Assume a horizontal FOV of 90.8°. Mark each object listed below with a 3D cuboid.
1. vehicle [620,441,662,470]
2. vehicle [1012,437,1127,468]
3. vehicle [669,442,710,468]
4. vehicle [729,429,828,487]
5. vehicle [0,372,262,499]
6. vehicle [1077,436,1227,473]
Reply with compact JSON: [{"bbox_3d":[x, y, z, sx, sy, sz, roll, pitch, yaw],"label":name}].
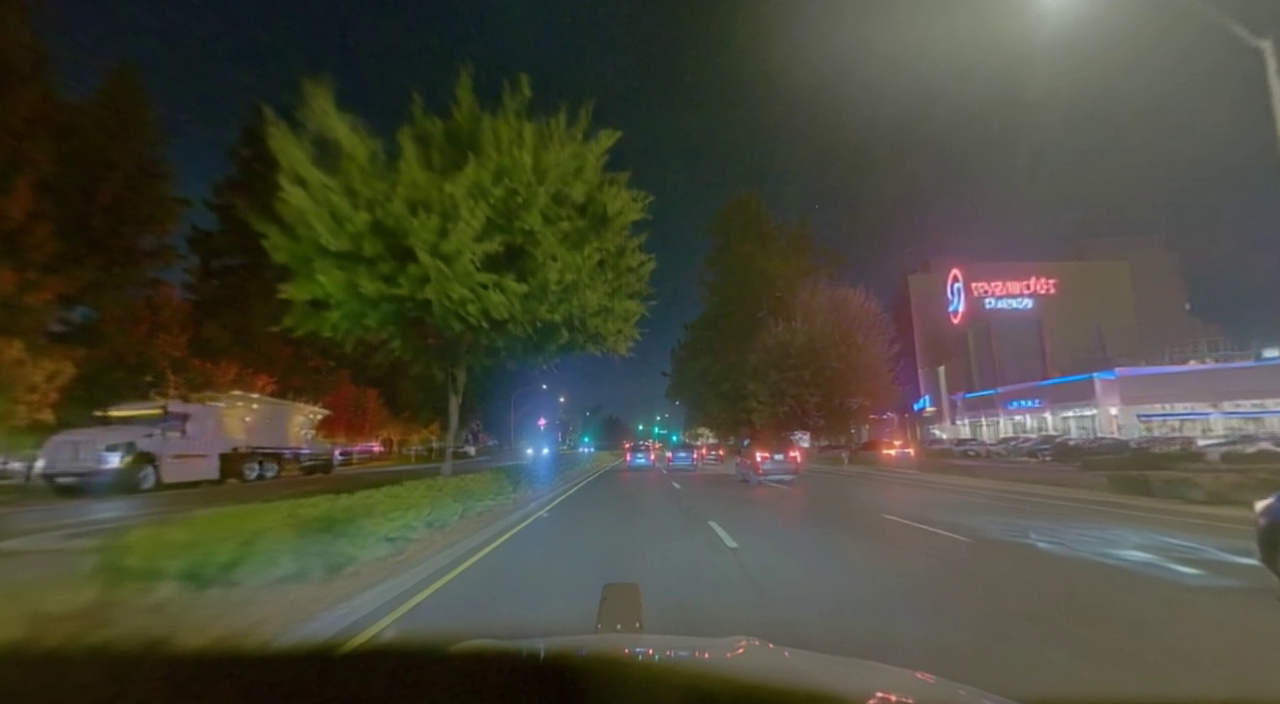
[{"bbox_3d":[0.032,5.467,33.454,2.056,1.440,3.798,0,-8,-1],"label":"vehicle"},{"bbox_3d":[20.781,4.862,30.674,4.176,1.386,1.865,0,-8,-1],"label":"vehicle"},{"bbox_3d":[2.776,5.869,36.081,1.970,1.402,3.756,0,-8,-1],"label":"vehicle"},{"bbox_3d":[4.734,3.698,22.401,2.140,1.811,4.593,0,-8,-4],"label":"vehicle"},{"bbox_3d":[-19.131,3.304,24.561,2.999,4.017,8.806,-1,-8,2],"label":"vehicle"},{"bbox_3d":[20.346,4.068,25.250,4.342,1.388,1.946,0,-8,-2],"label":"vehicle"}]
